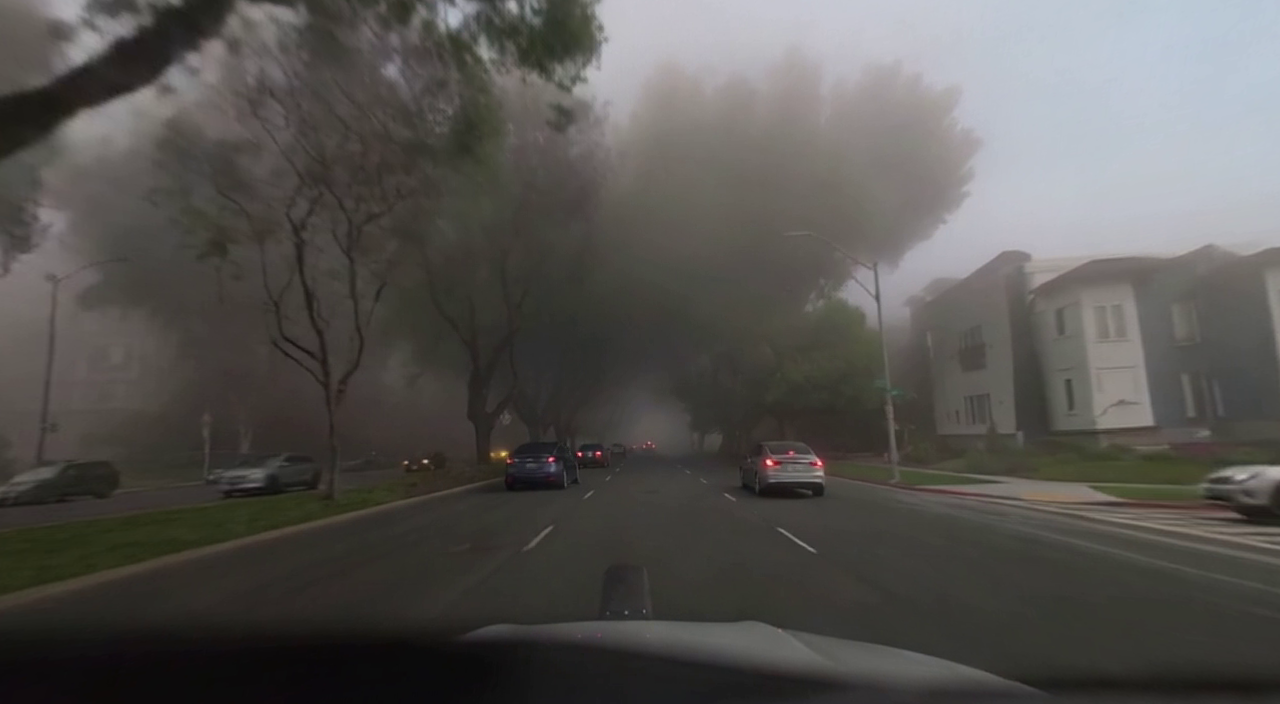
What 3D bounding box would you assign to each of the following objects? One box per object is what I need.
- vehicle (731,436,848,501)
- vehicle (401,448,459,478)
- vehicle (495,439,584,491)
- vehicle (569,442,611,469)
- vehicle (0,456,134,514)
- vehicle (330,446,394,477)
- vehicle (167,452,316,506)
[{"bbox_3d":[3.804,3.050,16.944,2.010,1.486,4.498,0,-8,0],"label":"vehicle"},{"bbox_3d":[-11.820,6.251,35.784,1.817,1.547,4.220,0,-8,0],"label":"vehicle"},{"bbox_3d":[-3.118,3.596,20.476,2.053,1.480,4.381,0,-8,2],"label":"vehicle"},{"bbox_3d":[-2.912,6.164,37.785,1.988,1.497,4.404,0,-8,2],"label":"vehicle"},{"bbox_3d":[-22.431,4.968,24.138,2.073,1.878,4.912,0,-8,-2],"label":"vehicle"},{"bbox_3d":[-18.586,7.314,42.404,2.032,1.989,4.727,0,-8,1],"label":"vehicle"},{"bbox_3d":[-12.563,4.003,20.302,1.871,1.478,4.489,0,-8,0],"label":"vehicle"}]
